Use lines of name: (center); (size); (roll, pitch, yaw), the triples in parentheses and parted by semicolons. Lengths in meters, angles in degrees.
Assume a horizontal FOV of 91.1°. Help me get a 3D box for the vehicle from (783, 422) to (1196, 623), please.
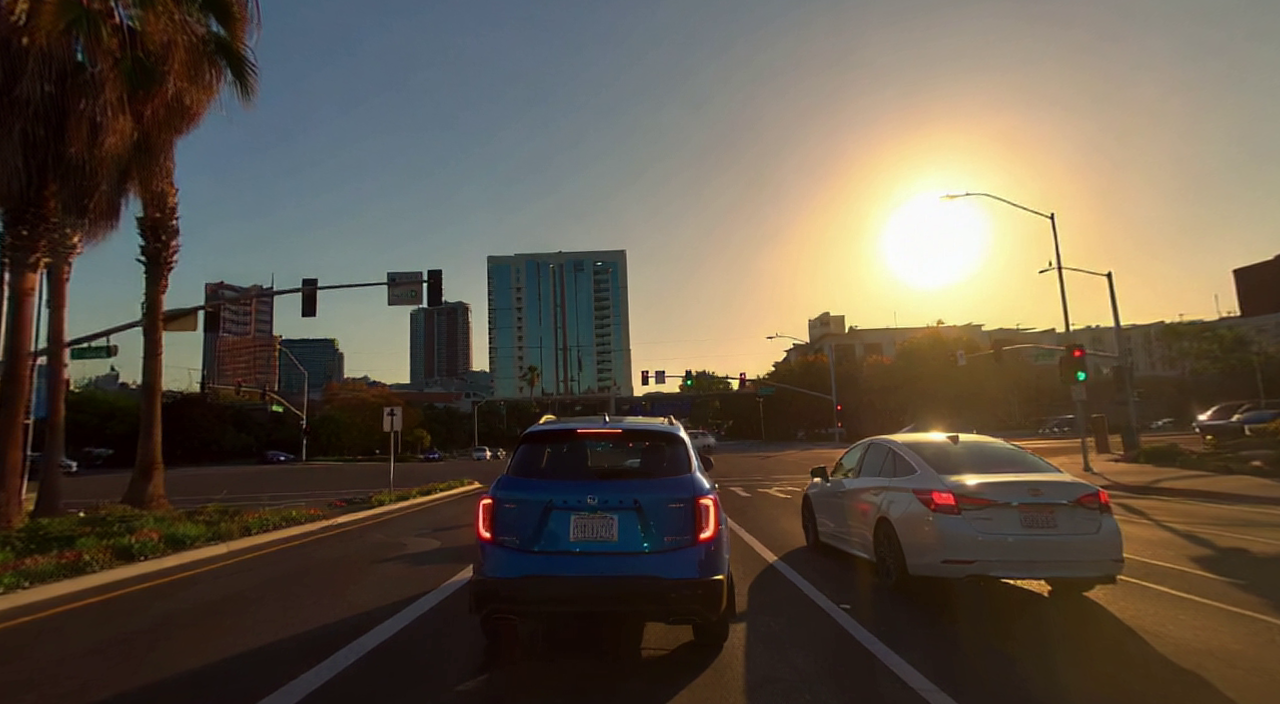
vehicle: (3.107, 1.604, 6.960); (1.971, 1.473, 4.495); (0, -8, 0)

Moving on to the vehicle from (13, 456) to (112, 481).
vehicle: (-43.303, 8.755, 47.165); (5.347, 1.785, 2.123); (0, -8, 2)

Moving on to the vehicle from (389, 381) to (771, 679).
vehicle: (-0.347, 1.314, 5.690); (2.172, 1.694, 4.055); (0, -8, 0)
